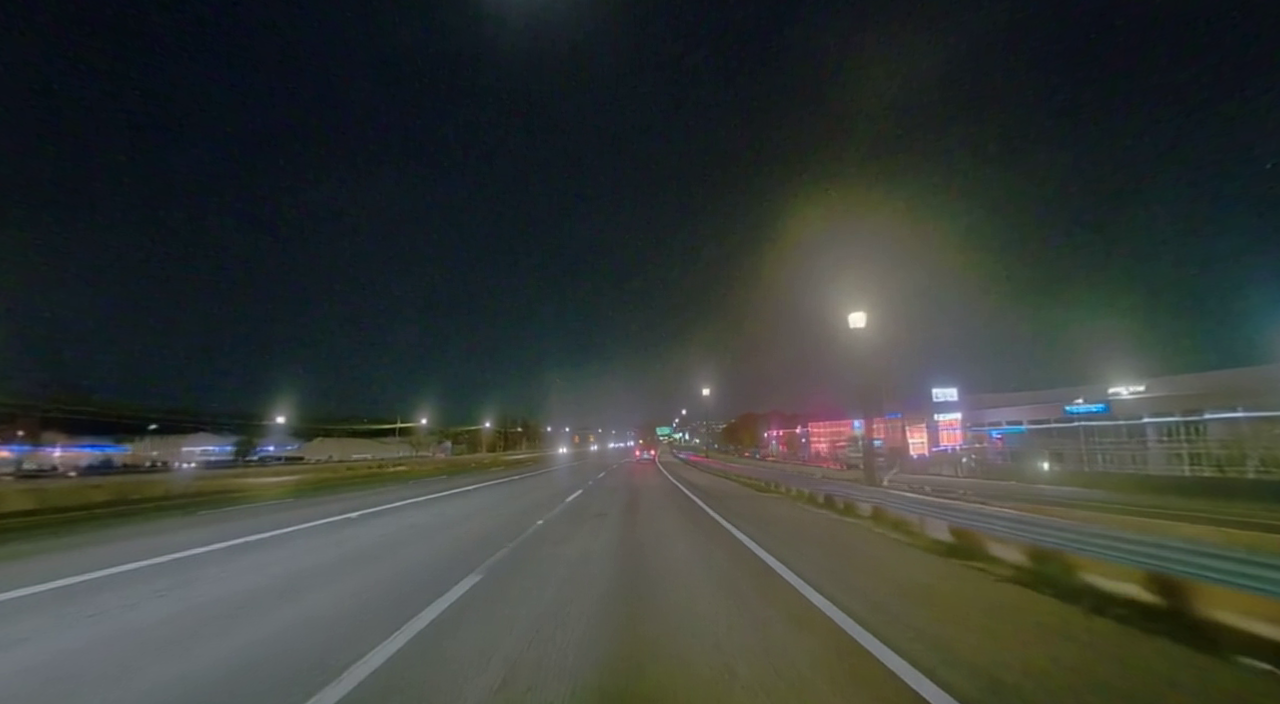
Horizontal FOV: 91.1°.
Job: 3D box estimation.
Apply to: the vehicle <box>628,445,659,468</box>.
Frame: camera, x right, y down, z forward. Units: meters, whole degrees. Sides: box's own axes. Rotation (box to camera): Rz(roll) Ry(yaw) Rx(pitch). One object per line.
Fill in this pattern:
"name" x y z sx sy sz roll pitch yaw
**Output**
"vehicle" 0.257 7.394 44.443 2.014 1.507 3.960 -1 -9 0
